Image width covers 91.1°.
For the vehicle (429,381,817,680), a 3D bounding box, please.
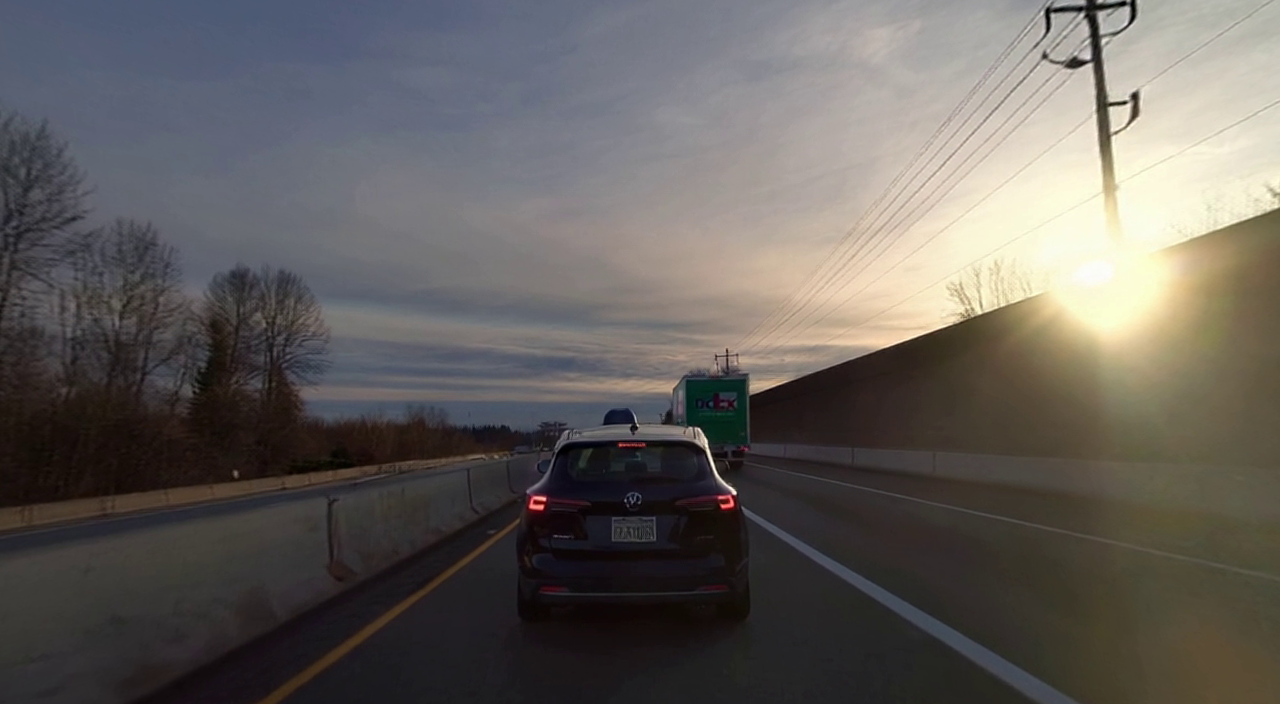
[{"bbox_3d":[-0.137,1.214,5.387,2.062,1.581,3.914,0,-8,-2],"label":"vehicle"}]
